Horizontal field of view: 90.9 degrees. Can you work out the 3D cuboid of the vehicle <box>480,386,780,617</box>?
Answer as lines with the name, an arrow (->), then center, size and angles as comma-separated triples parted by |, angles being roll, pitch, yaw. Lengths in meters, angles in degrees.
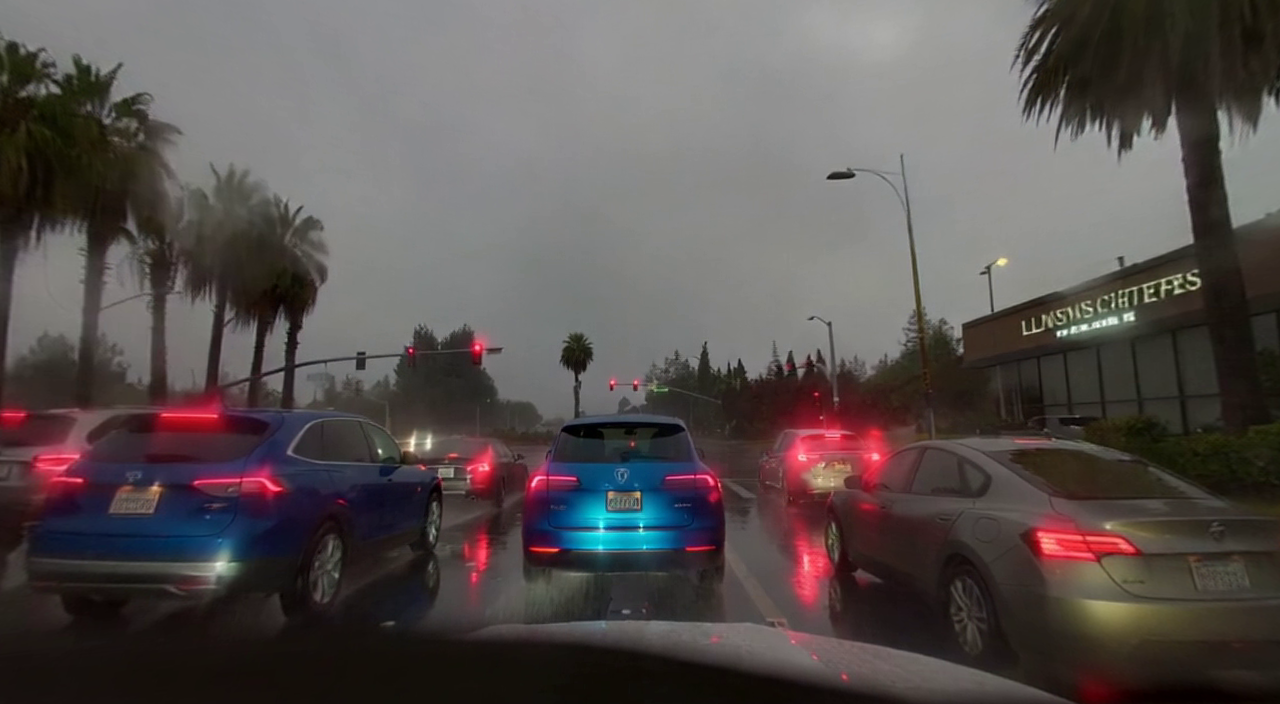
vehicle -> -0.134, 1.460, 7.062 | 2.280, 1.747, 4.361 | 0, -8, -2

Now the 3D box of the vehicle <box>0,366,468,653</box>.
vehicle -> -3.341, 1.279, 6.126 | 2.014, 1.755, 4.360 | 0, -8, 1

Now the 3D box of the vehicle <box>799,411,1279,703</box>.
vehicle -> 2.965, 1.367, 5.248 | 2.017, 1.491, 4.611 | 0, -8, -1
